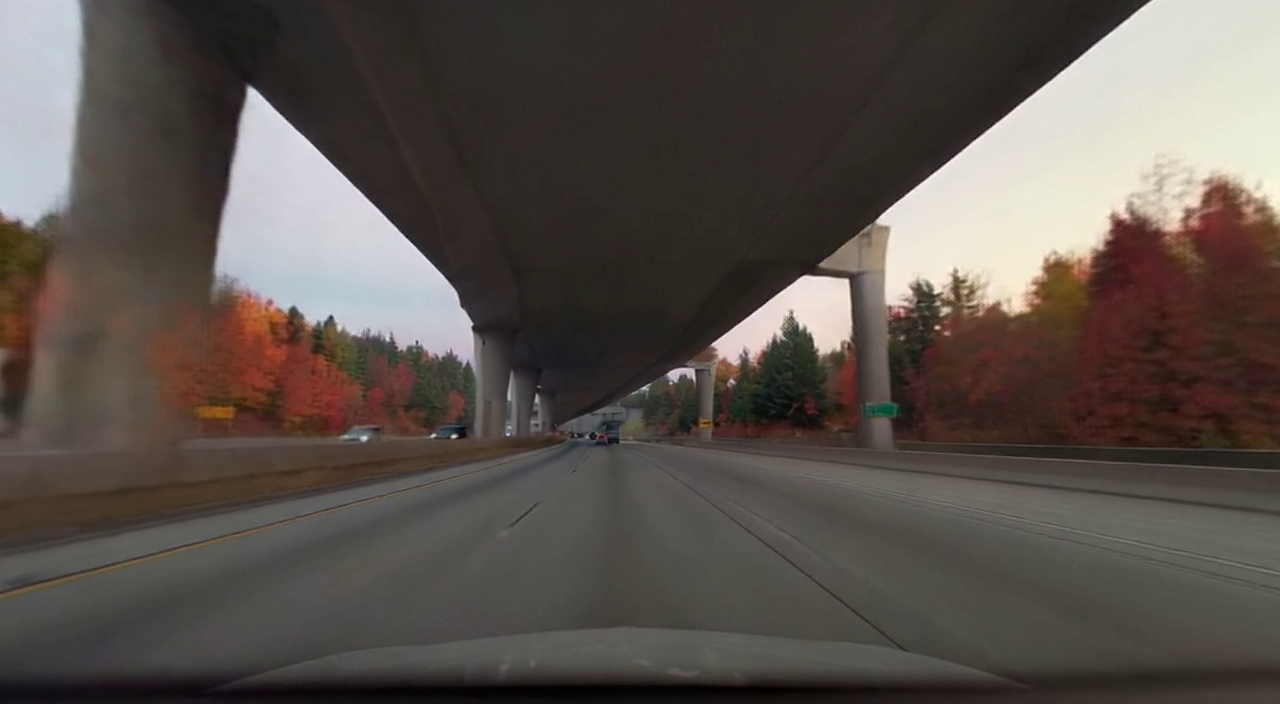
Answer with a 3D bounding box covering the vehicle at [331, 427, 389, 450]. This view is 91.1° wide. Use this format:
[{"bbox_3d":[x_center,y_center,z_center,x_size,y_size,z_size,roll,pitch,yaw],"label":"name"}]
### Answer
[{"bbox_3d":[-19.010,5.886,42.867,1.910,1.505,4.760,0,-8,-2],"label":"vehicle"}]
